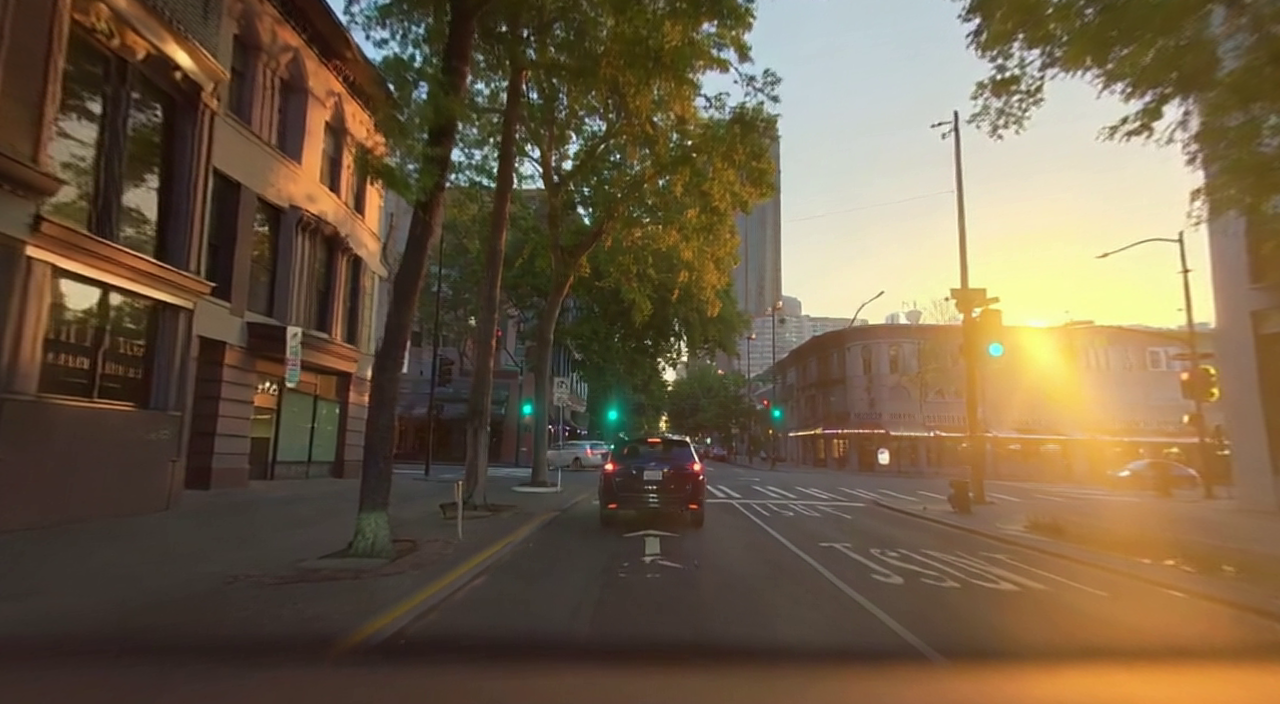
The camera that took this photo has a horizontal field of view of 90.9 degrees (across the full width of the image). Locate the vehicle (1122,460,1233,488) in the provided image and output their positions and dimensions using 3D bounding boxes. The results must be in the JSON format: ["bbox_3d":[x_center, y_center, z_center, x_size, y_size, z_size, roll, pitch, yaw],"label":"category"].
[{"bbox_3d":[30.490,6.911,35.854,4.668,1.441,1.904,0,-9,-4],"label":"vehicle"}]

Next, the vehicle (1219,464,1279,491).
[{"bbox_3d":[36.253,7.157,35.920,4.457,1.409,1.873,-1,-9,2],"label":"vehicle"}]

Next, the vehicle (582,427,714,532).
[{"bbox_3d":[0.208,2.306,11.919,2.079,1.621,3.861,-1,-8,3],"label":"vehicle"}]

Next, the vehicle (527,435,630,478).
[{"bbox_3d":[-2.506,4.094,24.955,2.077,1.519,4.282,6,-11,-37],"label":"vehicle"}]
